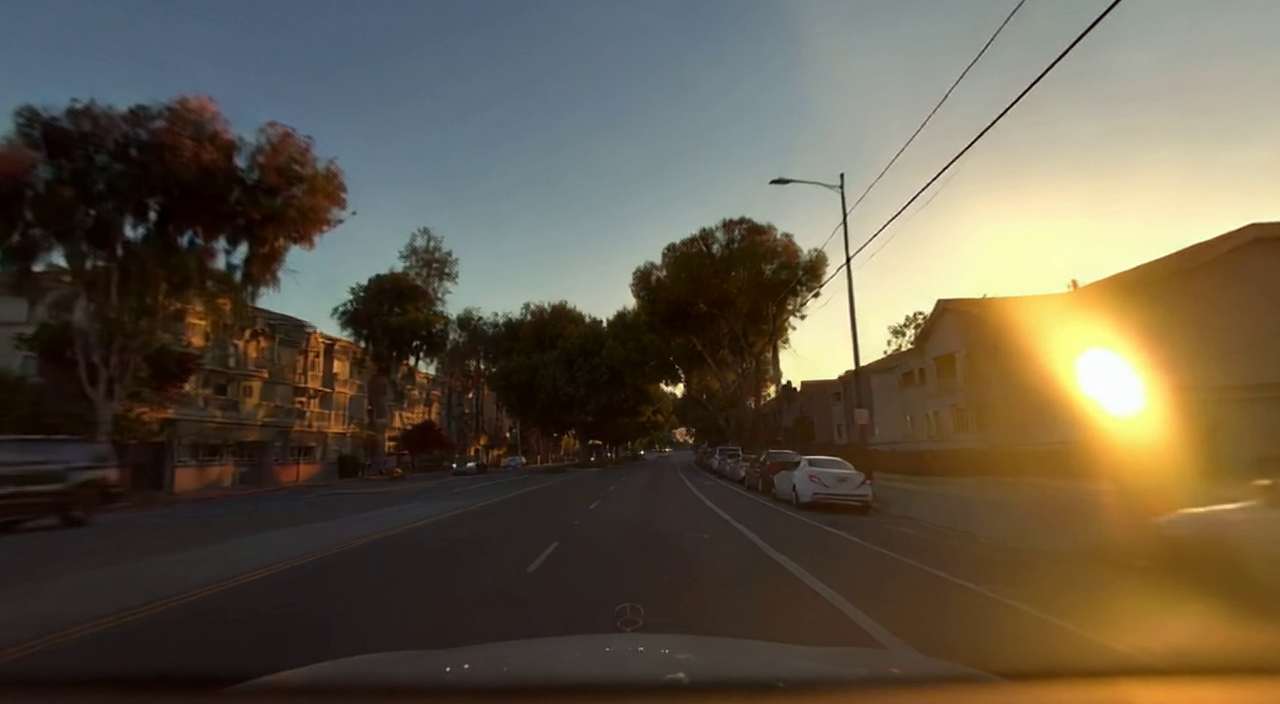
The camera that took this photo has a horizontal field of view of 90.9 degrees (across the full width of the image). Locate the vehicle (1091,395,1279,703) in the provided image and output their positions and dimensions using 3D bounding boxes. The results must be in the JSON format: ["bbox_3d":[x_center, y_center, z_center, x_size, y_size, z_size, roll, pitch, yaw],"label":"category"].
[{"bbox_3d":[4.525,0.903,2.374,2.128,1.635,4.602,0,-8,-2],"label":"vehicle"}]

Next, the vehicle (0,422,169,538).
[{"bbox_3d":[-13.297,2.636,13.313,2.469,2.157,5.373,-1,-8,1],"label":"vehicle"}]

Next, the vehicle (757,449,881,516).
[{"bbox_3d":[4.352,3.218,16.169,1.833,1.399,4.727,-1,-8,1],"label":"vehicle"}]

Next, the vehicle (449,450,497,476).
[{"bbox_3d":[-12.250,8.144,46.567,2.045,1.712,4.511,-1,-8,3],"label":"vehicle"}]
